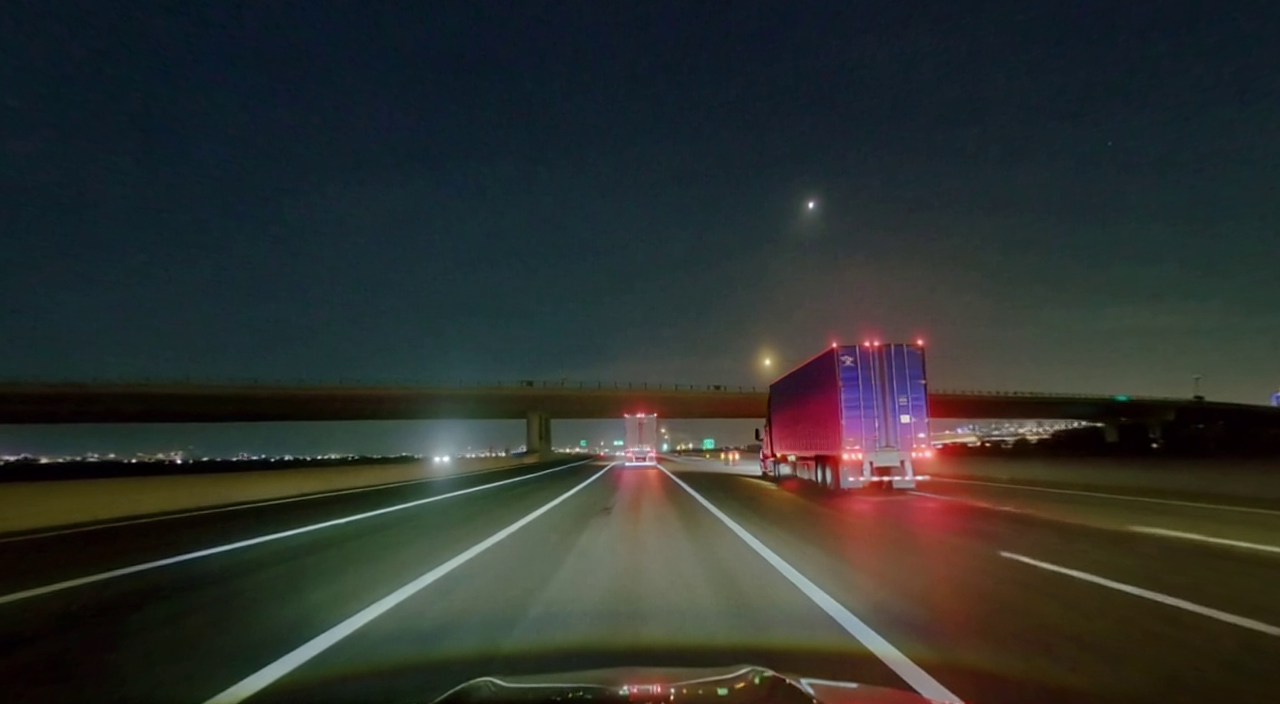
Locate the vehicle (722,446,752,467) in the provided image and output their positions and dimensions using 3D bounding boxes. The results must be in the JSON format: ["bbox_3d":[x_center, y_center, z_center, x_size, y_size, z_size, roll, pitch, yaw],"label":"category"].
[{"bbox_3d":[7.311,7.947,47.865,1.687,1.503,3.688,0,-9,0],"label":"vehicle"}]
